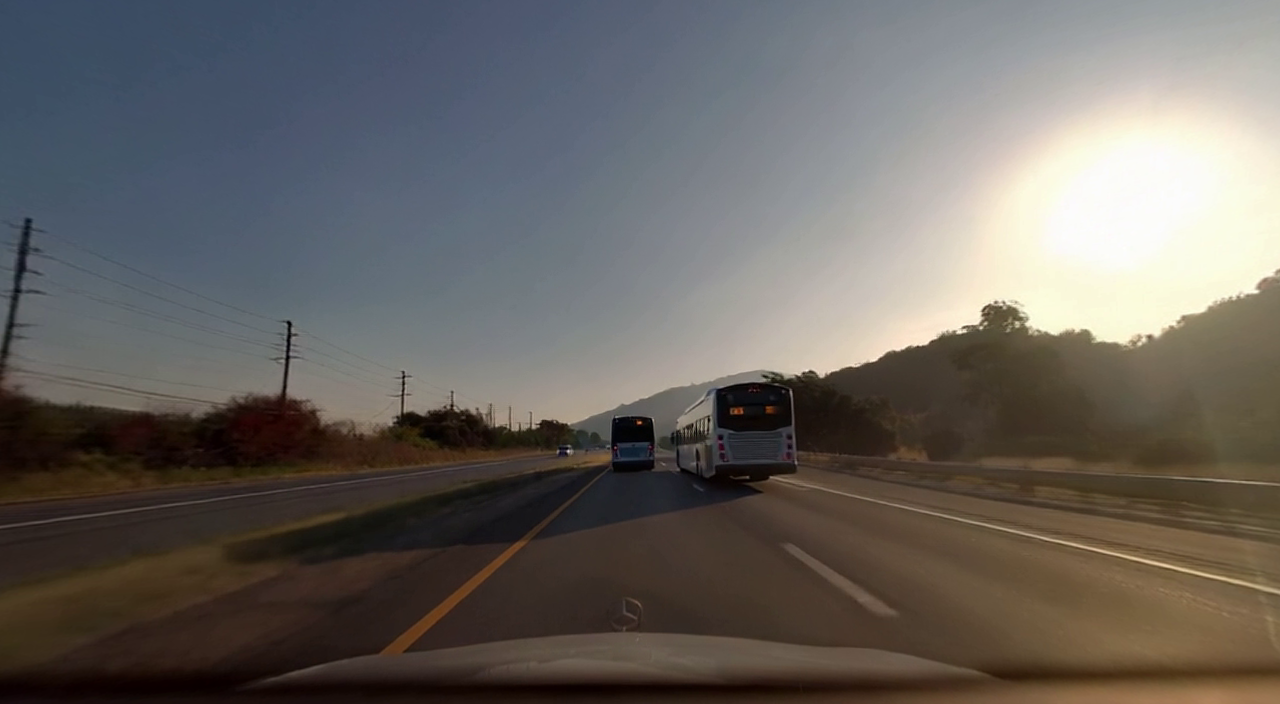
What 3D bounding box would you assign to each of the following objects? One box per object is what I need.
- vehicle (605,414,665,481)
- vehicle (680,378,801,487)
[{"bbox_3d":[-0.199,4.291,28.274,2.414,2.675,5.574,-1,-9,0],"label":"vehicle"},{"bbox_3d":[3.836,3.706,27.901,3.074,3.668,12.805,0,-9,-1],"label":"vehicle"}]
